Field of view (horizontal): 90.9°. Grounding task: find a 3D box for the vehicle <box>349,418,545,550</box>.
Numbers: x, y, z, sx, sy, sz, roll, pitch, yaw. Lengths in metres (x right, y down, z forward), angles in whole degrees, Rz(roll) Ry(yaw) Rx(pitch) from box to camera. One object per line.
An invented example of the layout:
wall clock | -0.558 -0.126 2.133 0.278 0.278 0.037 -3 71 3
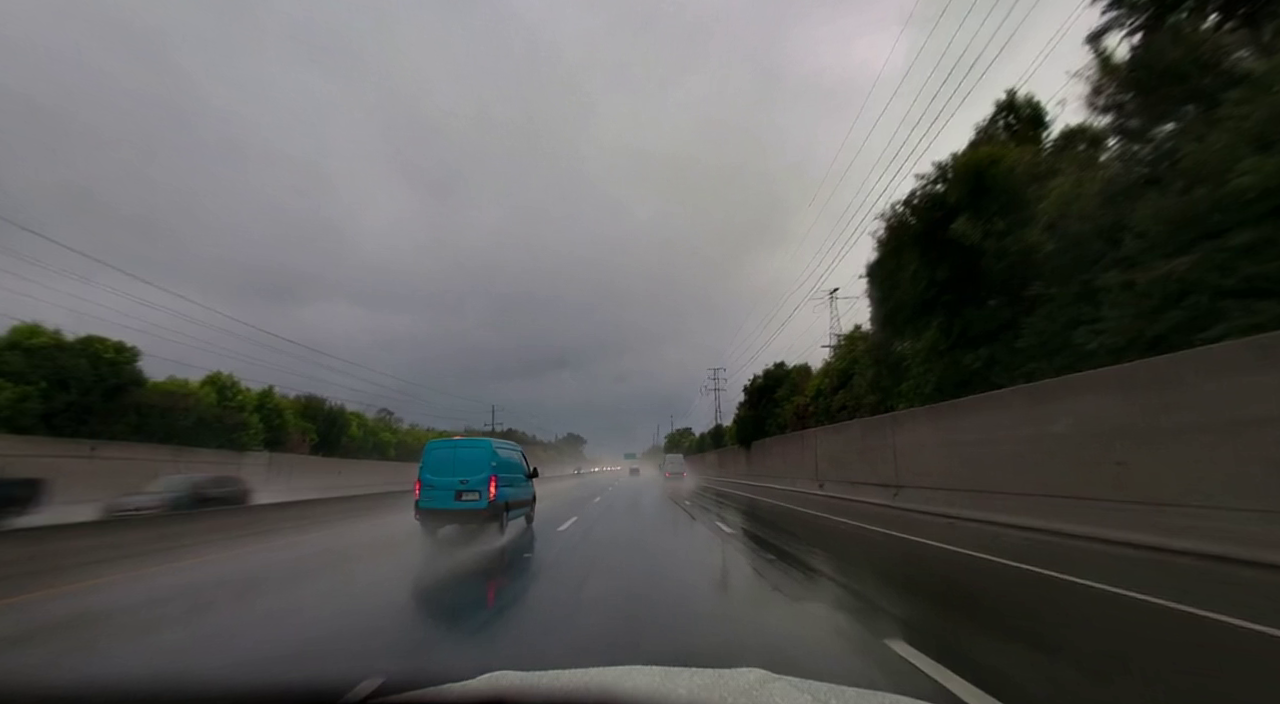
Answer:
vehicle | -3.383 2.497 12.271 2.324 2.008 4.654 1 -10 0

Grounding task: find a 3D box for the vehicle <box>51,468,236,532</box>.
vehicle | -12.927 3.849 16.760 1.823 1.457 3.720 1 -10 0
